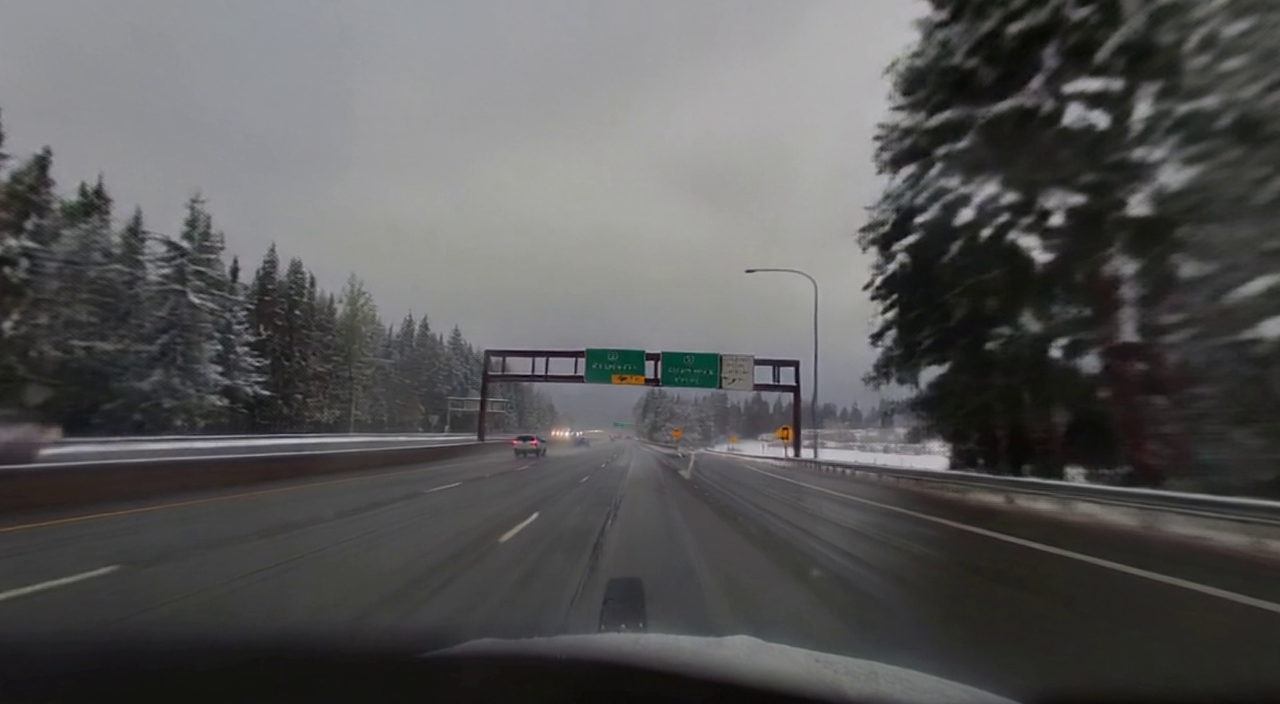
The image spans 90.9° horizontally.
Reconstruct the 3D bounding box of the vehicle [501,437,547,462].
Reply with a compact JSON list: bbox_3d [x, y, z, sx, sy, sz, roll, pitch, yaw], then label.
[{"bbox_3d":[-7.393,6.265,40.510,2.025,1.494,4.495,0,-8,1],"label":"vehicle"}]
